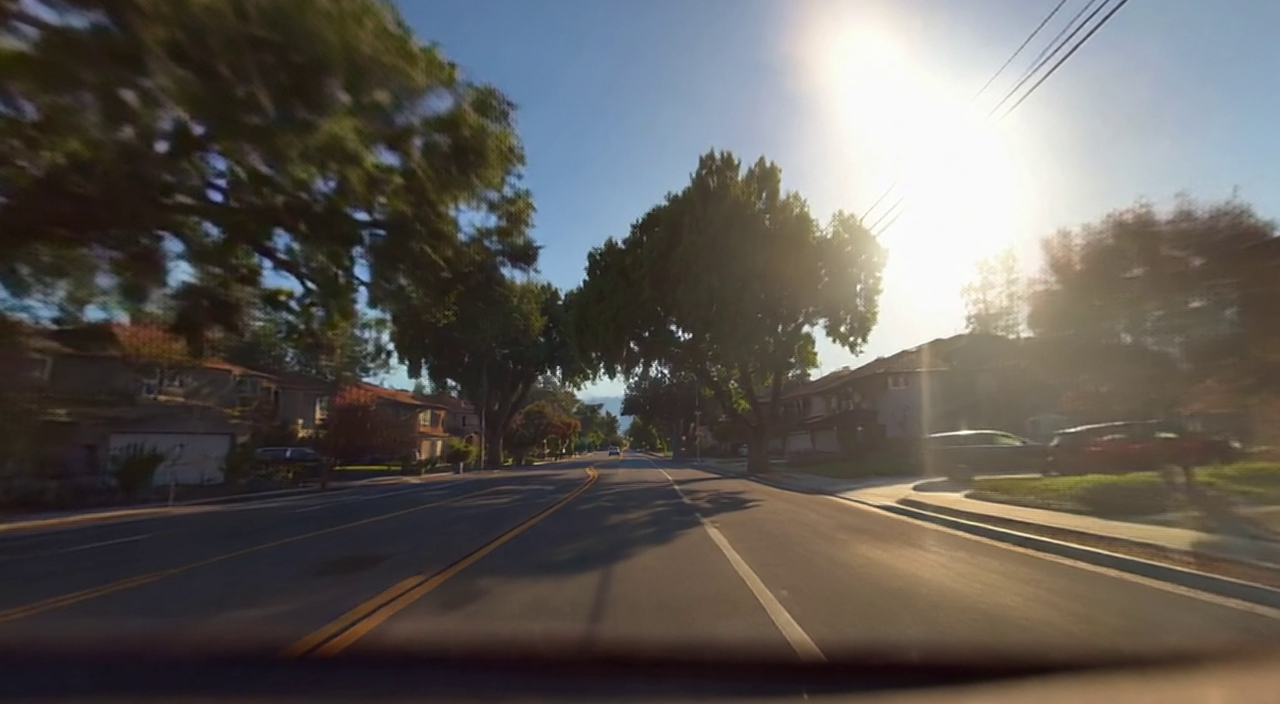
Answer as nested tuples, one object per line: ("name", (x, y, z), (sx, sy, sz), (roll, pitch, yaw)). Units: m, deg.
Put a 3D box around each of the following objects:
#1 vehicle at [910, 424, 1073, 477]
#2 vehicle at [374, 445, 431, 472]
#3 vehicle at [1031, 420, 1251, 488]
("vehicle", (13.335, 3.778, 24.284), (4.912, 1.895, 2.047), (-1, -9, 6))
("vehicle", (-18.227, 8.176, 48.807), (2.161, 1.873, 5.514), (0, -9, 0))
("vehicle", (14.827, 3.036, 19.013), (4.652, 1.871, 2.097), (-1, -9, 7))
